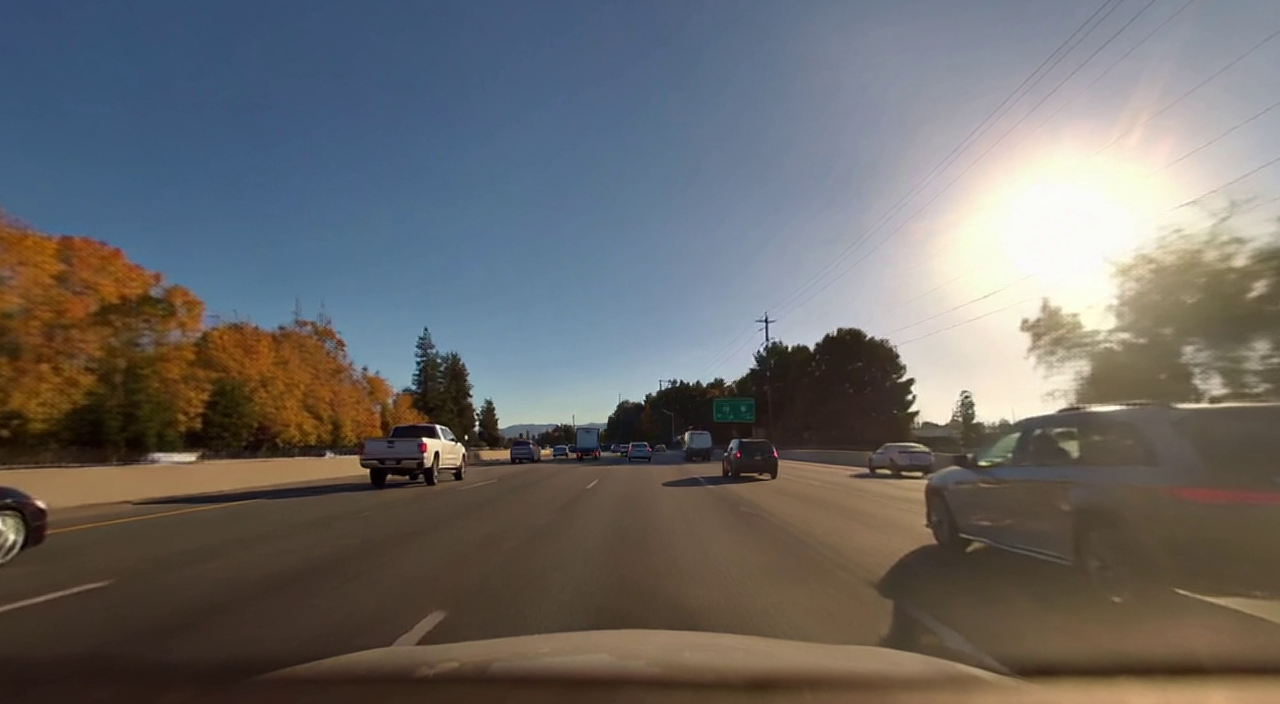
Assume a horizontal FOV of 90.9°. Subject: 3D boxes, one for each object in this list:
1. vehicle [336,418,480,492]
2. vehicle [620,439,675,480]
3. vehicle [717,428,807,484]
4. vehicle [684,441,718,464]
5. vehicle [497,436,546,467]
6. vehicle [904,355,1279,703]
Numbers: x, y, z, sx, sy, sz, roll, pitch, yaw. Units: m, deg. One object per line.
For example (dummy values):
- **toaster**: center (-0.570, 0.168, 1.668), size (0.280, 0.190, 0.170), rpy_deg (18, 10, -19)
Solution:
- **vehicle**: center (-6.922, 3.175, 19.740), size (2.269, 1.936, 5.777), rpy_deg (0, -9, 0)
- **vehicle**: center (0.276, 4.173, 24.696), size (1.966, 1.444, 3.986), rpy_deg (0, -9, 0)
- **vehicle**: center (4.212, 3.678, 22.575), size (2.195, 1.778, 4.455), rpy_deg (0, -9, -2)
- **vehicle**: center (4.078, 6.821, 42.915), size (1.895, 1.429, 3.908), rpy_deg (0, -9, -1)
- **vehicle**: center (-6.919, 5.873, 37.313), size (1.978, 1.680, 4.263), rpy_deg (0, -9, 1)
- **vehicle**: center (3.977, 1.160, 4.878), size (2.002, 1.691, 4.290), rpy_deg (0, -9, 0)
